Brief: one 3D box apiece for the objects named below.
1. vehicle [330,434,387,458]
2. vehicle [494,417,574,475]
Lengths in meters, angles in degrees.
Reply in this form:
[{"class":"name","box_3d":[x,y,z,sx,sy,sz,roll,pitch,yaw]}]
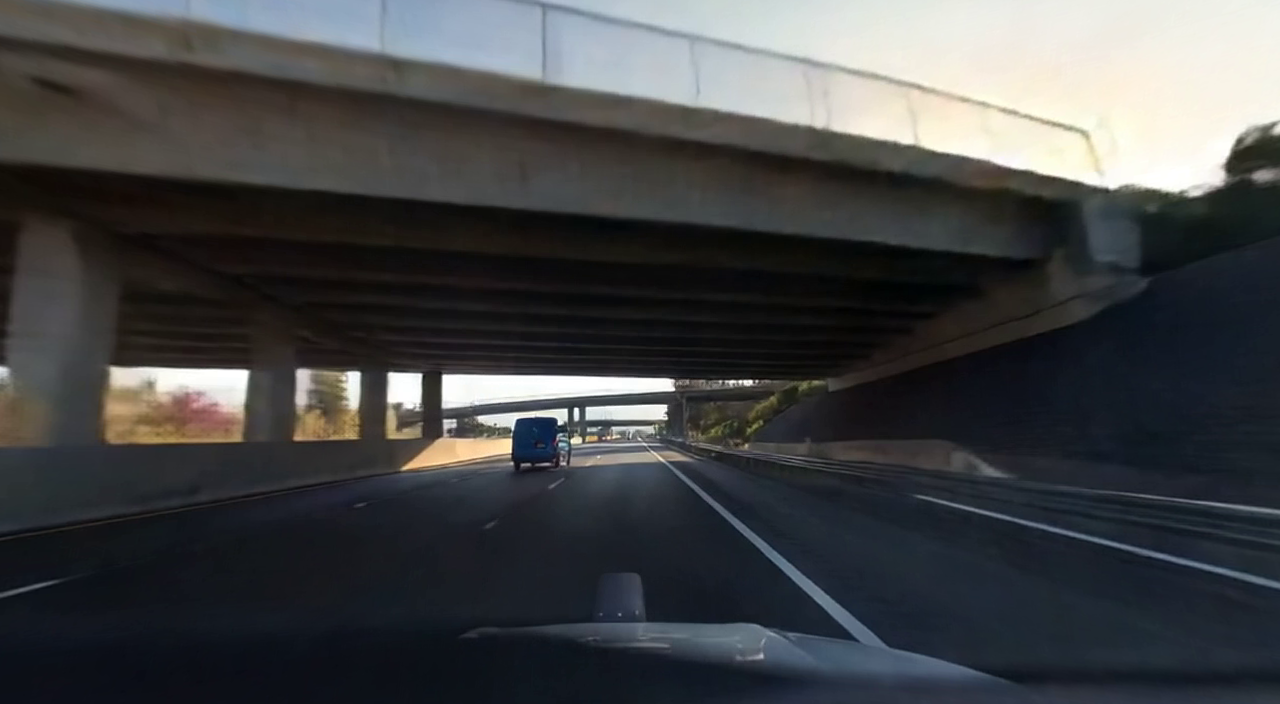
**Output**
[{"class":"vehicle","box_3d":[-21.294,7.111,47.791,2.024,1.717,5.039,0,-8,-1]},{"class":"vehicle","box_3d":[-4.029,3.659,24.791,2.309,2.053,4.884,0,-8,0]}]
